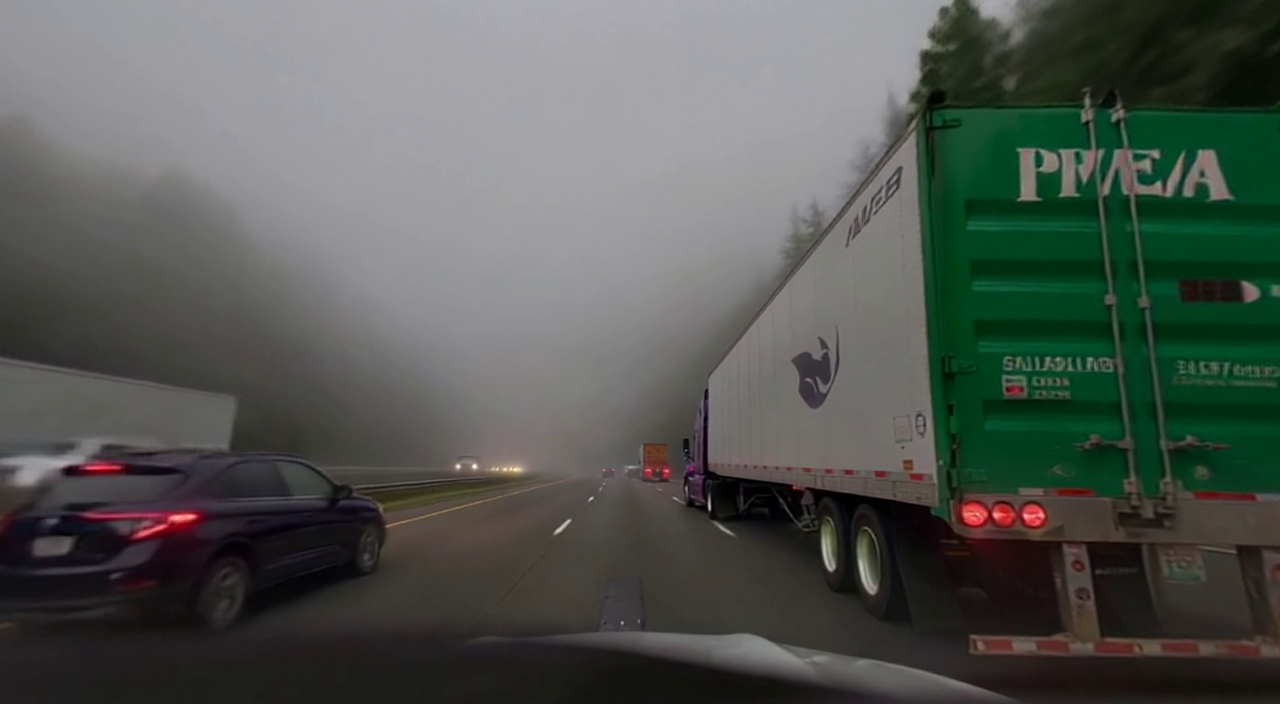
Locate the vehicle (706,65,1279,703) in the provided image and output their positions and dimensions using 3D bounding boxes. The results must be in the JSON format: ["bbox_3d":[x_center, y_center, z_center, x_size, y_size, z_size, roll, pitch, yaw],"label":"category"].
[{"bbox_3d":[3.411,1.312,10.865,2.856,4.040,14.009,1,-11,-1],"label":"vehicle"}]

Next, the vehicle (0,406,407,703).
[{"bbox_3d":[-4.025,1.501,5.548,2.010,1.580,4.949,1,-11,0],"label":"vehicle"}]
